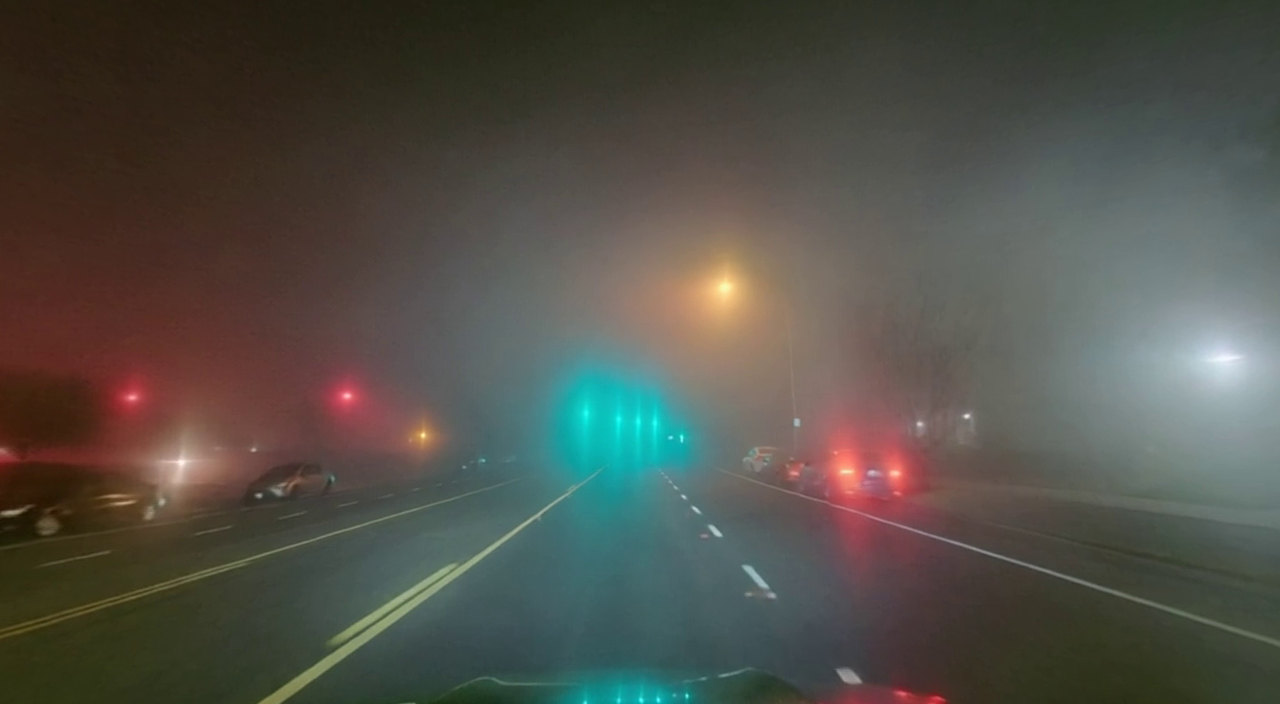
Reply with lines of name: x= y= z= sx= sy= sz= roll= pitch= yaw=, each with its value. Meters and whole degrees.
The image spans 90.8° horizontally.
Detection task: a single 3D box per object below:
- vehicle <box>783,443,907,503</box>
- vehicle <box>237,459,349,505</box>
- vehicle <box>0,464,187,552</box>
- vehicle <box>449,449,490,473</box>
vehicle: x=5.556 y=3.313 z=17.789 sx=1.875 sy=1.466 sz=4.355 roll=0 pitch=-9 yaw=-2
vehicle: x=-12.837 y=4.785 z=23.710 sx=1.812 sy=1.454 sz=4.351 roll=0 pitch=-9 yaw=-2
vehicle: x=-12.786 y=3.338 z=14.154 sx=1.817 sy=1.485 sz=4.687 roll=0 pitch=-9 yaw=0
vehicle: x=-13.039 y=8.335 z=48.506 sx=1.916 sy=1.754 sz=4.337 roll=0 pitch=-9 yaw=0
